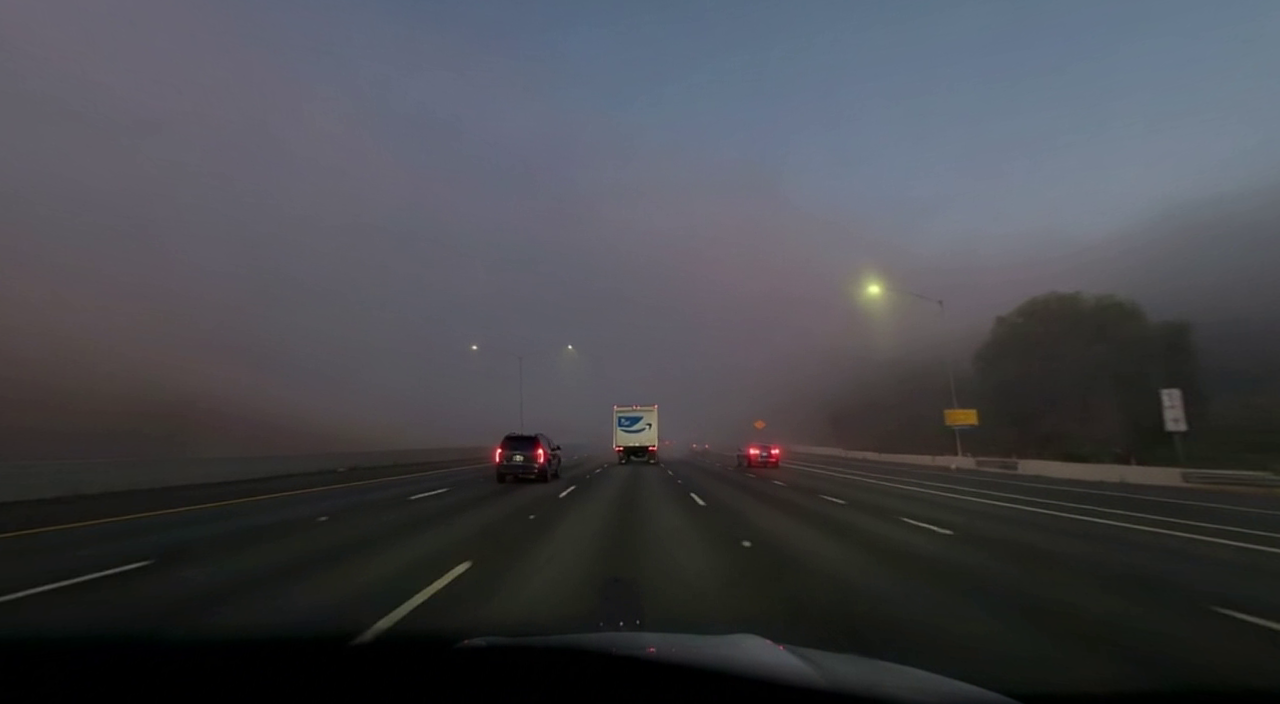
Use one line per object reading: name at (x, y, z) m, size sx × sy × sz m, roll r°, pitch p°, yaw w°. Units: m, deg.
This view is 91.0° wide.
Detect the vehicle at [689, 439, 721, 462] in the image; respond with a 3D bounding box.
vehicle at (4.987, 7.670, 49.041) m, size 2.067 × 1.654 × 3.985 m, roll 0°, pitch -8°, yaw 0°

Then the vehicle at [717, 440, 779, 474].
vehicle at (5.068, 4.982, 30.148) m, size 1.970 × 1.499 × 4.491 m, roll 1°, pitch -9°, yaw -3°

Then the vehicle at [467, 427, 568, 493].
vehicle at (-3.456, 3.150, 18.661) m, size 2.095 × 1.688 × 4.188 m, roll 0°, pitch -9°, yaw 1°

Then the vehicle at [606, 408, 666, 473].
vehicle at (-0.202, 4.164, 29.508) m, size 2.456 × 2.705 × 6.251 m, roll 1°, pitch -9°, yaw -1°
